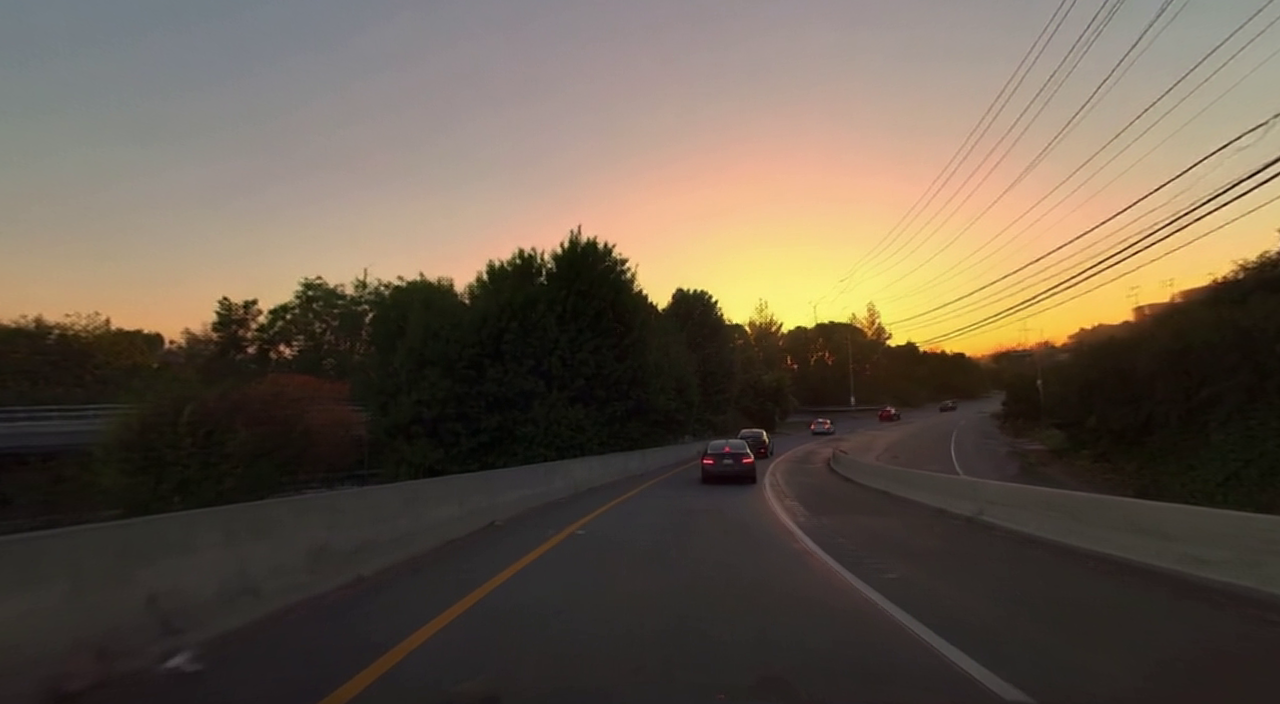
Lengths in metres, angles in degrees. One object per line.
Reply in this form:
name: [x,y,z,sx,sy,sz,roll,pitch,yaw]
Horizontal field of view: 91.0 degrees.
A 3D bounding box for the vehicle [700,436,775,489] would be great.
vehicle: [3.128,3.497,20.251,2.091,1.482,4.321,-2,-9,9]
